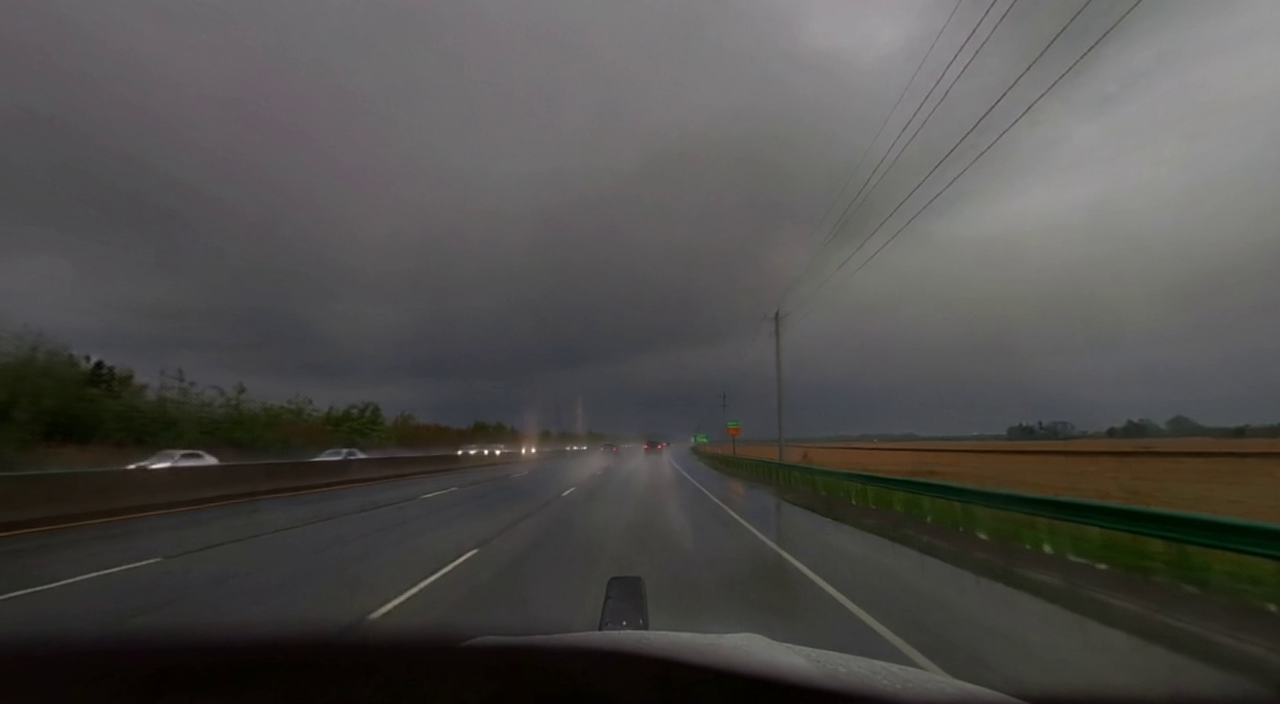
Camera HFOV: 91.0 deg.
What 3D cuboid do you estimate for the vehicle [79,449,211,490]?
[{"bbox_3d":[-19.782,4.689,25.450,1.847,1.442,4.222,0,-8,1],"label":"vehicle"}]
